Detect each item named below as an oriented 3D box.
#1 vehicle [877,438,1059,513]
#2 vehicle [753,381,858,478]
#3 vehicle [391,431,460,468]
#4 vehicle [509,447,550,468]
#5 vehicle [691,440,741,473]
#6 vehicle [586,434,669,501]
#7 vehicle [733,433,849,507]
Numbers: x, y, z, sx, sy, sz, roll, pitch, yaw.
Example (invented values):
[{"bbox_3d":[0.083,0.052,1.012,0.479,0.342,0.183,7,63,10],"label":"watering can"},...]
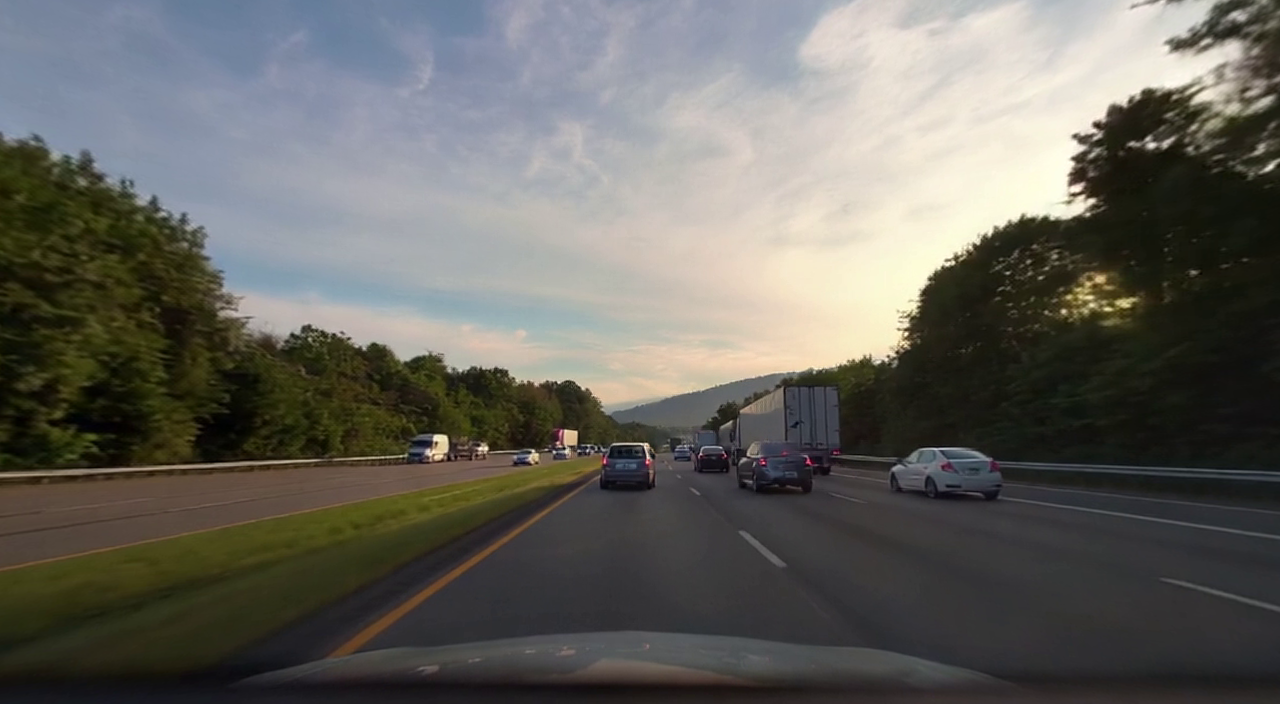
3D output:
[{"bbox_3d":[7.364,2.798,14.750,1.951,1.467,4.173,0,-9,0],"label":"vehicle"},{"bbox_3d":[7.699,3.886,30.763,2.823,4.063,8.485,0,-9,1],"label":"vehicle"},{"bbox_3d":[-15.818,7.312,47.180,2.537,2.511,7.298,0,-9,0],"label":"vehicle"},{"bbox_3d":[-8.204,7.848,47.204,2.053,1.476,4.544,-1,-9,2],"label":"vehicle"},{"bbox_3d":[4.039,5.637,34.115,2.150,1.632,4.260,0,-9,0],"label":"vehicle"},{"bbox_3d":[-0.284,3.114,17.363,2.023,1.618,3.628,0,-9,1],"label":"vehicle"},{"bbox_3d":[3.612,2.907,15.882,1.920,1.594,3.867,0,-9,-1],"label":"vehicle"}]
